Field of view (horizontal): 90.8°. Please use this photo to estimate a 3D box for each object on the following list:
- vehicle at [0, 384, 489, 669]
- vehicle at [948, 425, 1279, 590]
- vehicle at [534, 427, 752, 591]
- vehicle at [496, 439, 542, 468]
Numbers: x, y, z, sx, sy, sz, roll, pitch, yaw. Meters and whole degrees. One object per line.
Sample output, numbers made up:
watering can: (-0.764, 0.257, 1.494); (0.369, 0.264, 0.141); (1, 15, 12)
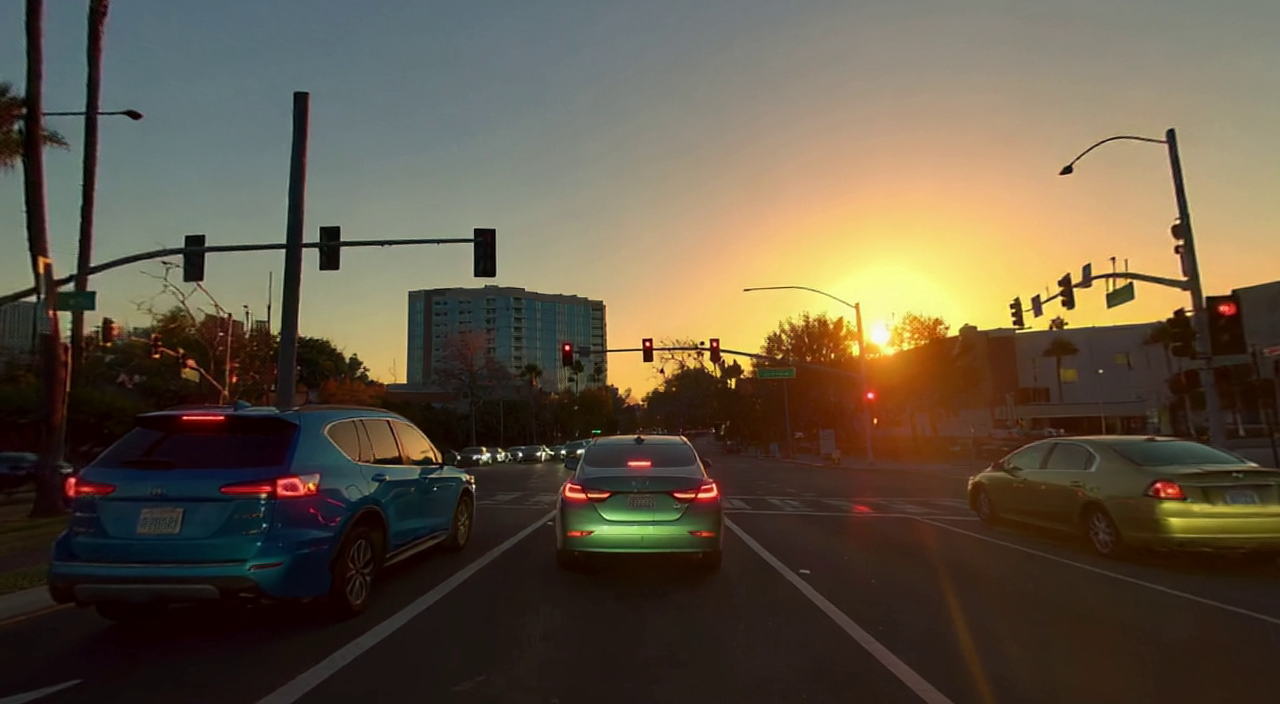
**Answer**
vehicle: (-3.103, 1.369, 6.081); (2.051, 1.682, 4.467); (0, -8, 2)
vehicle: (6.086, 1.759, 8.085); (1.970, 1.489, 4.482); (0, -8, -1)
vehicle: (-0.003, 1.705, 7.714); (1.942, 1.445, 3.973); (0, -8, -1)
vehicle: (-7.953, 6.706, 42.032); (2.130, 1.810, 4.450); (-2, -8, 1)
